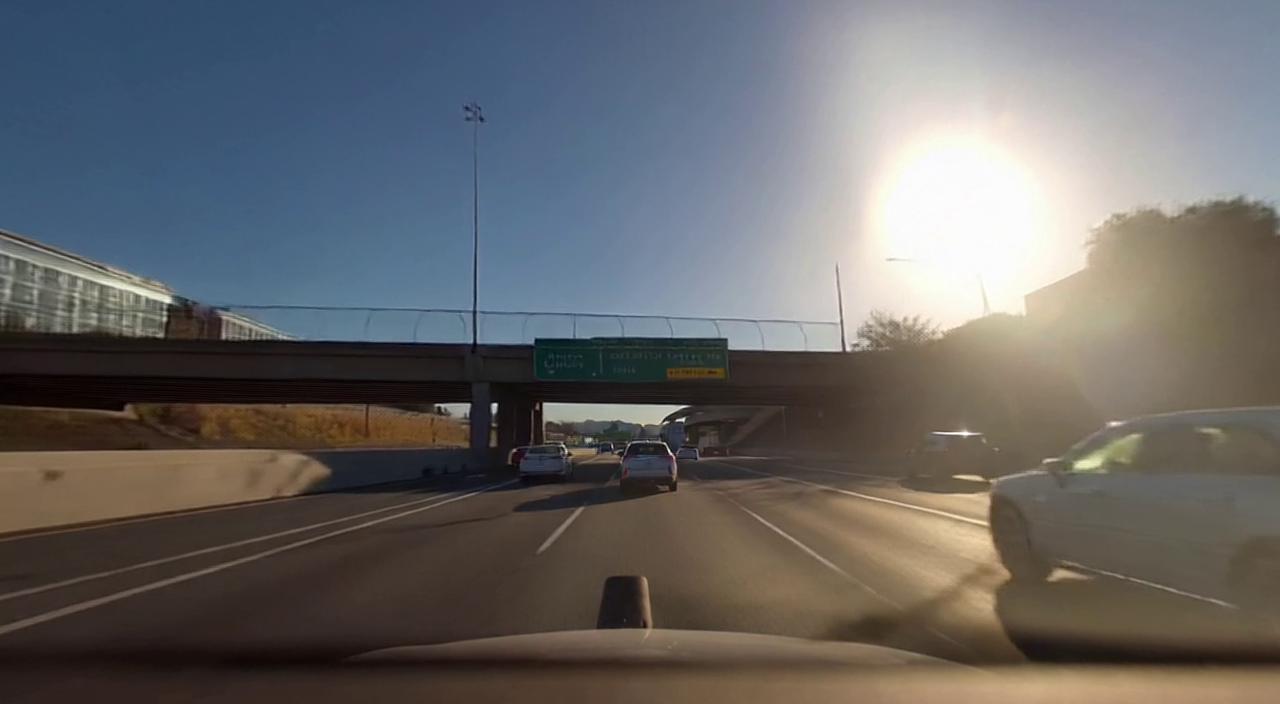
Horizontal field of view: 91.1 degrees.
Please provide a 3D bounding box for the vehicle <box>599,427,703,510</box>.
[{"bbox_3d":[0.206,2.659,14.739,2.099,1.640,4.134,0,-9,0],"label":"vehicle"}]

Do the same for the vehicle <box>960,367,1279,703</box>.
[{"bbox_3d":[4.075,0.991,3.599,2.210,1.625,4.249,0,-9,0],"label":"vehicle"}]

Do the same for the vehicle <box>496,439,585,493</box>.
[{"bbox_3d":[-3.019,3.577,20.153,2.011,1.510,4.698,0,-9,1],"label":"vehicle"}]
